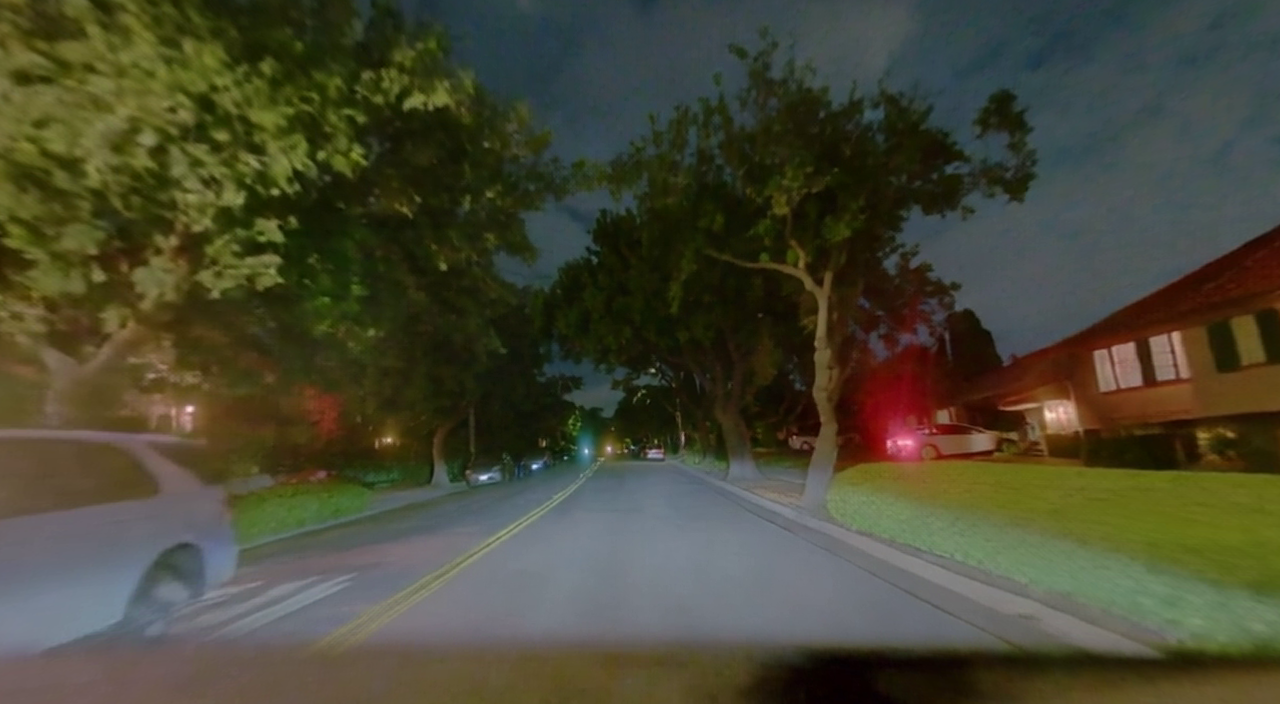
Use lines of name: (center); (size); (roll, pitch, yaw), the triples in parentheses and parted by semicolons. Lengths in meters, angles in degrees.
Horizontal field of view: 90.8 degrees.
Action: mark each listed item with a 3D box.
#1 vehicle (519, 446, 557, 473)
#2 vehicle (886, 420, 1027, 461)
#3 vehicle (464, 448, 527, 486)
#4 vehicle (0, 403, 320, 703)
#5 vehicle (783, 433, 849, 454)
vehicle: (-7.145, 7.574, 44.701); (2.033, 1.721, 4.328); (0, -9, -1)
vehicle: (12.144, 3.457, 24.555); (4.389, 1.480, 2.038); (-2, -9, 9)
vehicle: (-6.843, 5.471, 30.369); (2.031, 1.662, 4.194); (0, -9, -1)
vehicle: (-4.128, 1.223, 3.846); (1.973, 1.683, 4.400); (0, -9, 1)
vehicle: (12.624, 6.634, 45.563); (4.370, 1.433, 1.889); (-1, -9, 12)
